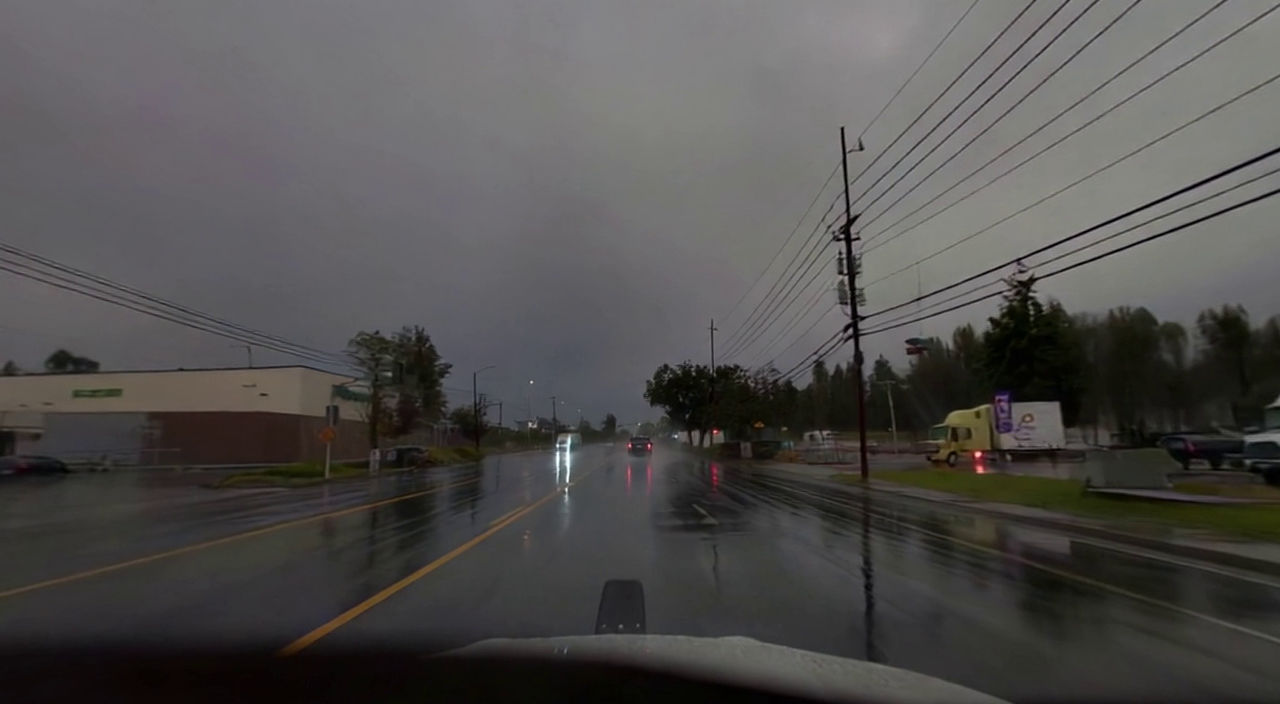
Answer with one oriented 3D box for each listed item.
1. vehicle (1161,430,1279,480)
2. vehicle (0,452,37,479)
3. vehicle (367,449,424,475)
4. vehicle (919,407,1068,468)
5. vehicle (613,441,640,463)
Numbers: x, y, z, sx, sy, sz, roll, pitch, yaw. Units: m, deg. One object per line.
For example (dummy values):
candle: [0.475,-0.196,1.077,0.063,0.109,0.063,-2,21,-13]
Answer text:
vehicle: [23.860,4.003,24.643,5.111,1.827,2.058,-1,-8,2]
vehicle: [-37.730,6.699,37.415,4.343,1.483,1.916,-6,-10,34]
vehicle: [-16.128,7.243,41.893,1.936,1.555,4.533,-1,-8,0]
vehicle: [22.135,5.415,39.888,7.478,3.666,2.863,0,-8,0]
vehicle: [-0.990,7.534,47.837,1.937,1.588,3.746,0,-8,0]
